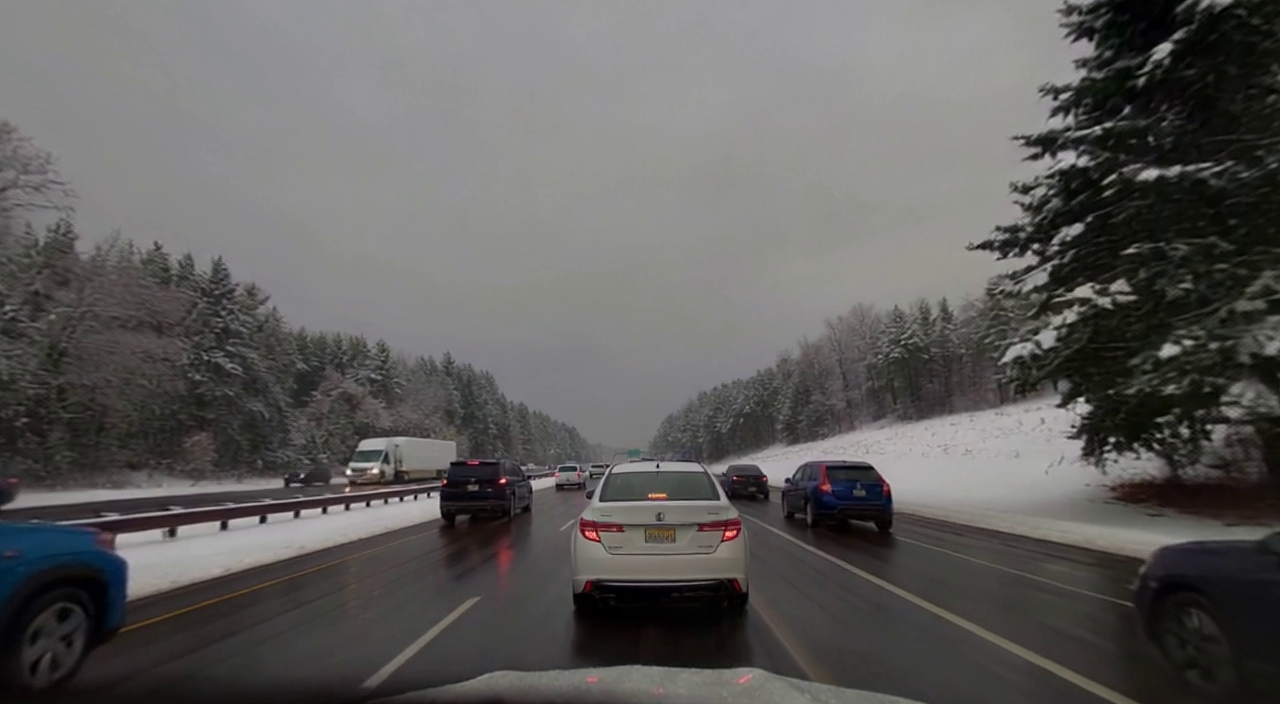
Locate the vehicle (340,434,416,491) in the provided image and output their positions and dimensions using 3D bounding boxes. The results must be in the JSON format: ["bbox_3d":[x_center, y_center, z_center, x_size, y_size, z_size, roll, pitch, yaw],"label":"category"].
[{"bbox_3d":[-20.180,8.607,48.978,2.969,4.038,5.876,0,-11,3],"label":"vehicle"}]

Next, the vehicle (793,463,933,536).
[{"bbox_3d":[5.129,3.447,15.171,1.978,1.472,4.022,0,-11,1],"label":"vehicle"}]

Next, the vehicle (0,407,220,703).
[{"bbox_3d":[-3.910,0.892,2.125,1.994,1.556,4.263,1,-11,0],"label":"vehicle"}]

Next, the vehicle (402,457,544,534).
[{"bbox_3d":[-3.756,3.344,15.134,1.960,1.502,4.593,0,-11,2],"label":"vehicle"}]

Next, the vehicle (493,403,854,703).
[{"bbox_3d":[0.172,1.553,5.762,2.057,1.725,4.126,1,-11,-1],"label":"vehicle"}]

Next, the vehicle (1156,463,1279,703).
[{"bbox_3d":[4.470,1.071,2.101,1.870,1.382,4.287,1,-11,1],"label":"vehicle"}]

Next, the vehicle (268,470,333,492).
[{"bbox_3d":[-24.411,9.265,45.444,1.981,1.468,4.519,0,-11,3],"label":"vehicle"}]
